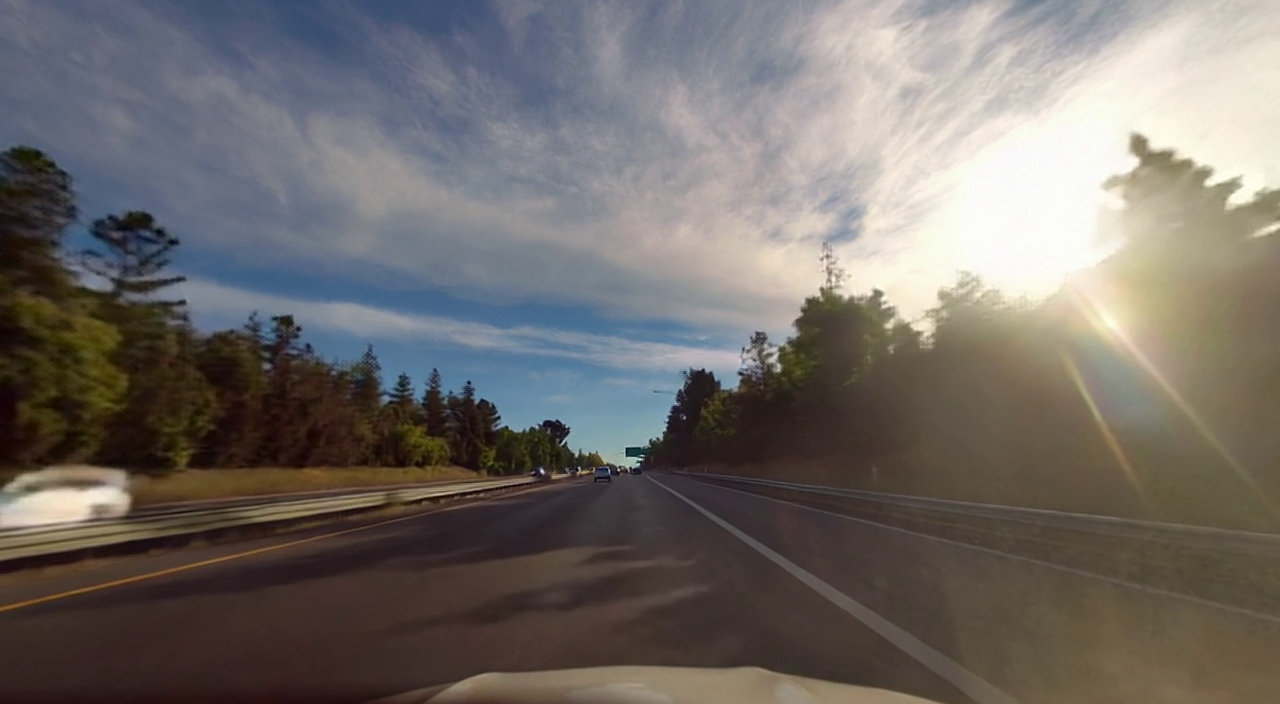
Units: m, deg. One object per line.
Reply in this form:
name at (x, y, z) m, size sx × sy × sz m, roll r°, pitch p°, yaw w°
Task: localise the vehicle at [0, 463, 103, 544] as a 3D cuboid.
vehicle at (-12.446, 2.717, 11.326) m, size 1.838 × 1.433 × 4.200 m, roll 1°, pitch -10°, yaw 0°
